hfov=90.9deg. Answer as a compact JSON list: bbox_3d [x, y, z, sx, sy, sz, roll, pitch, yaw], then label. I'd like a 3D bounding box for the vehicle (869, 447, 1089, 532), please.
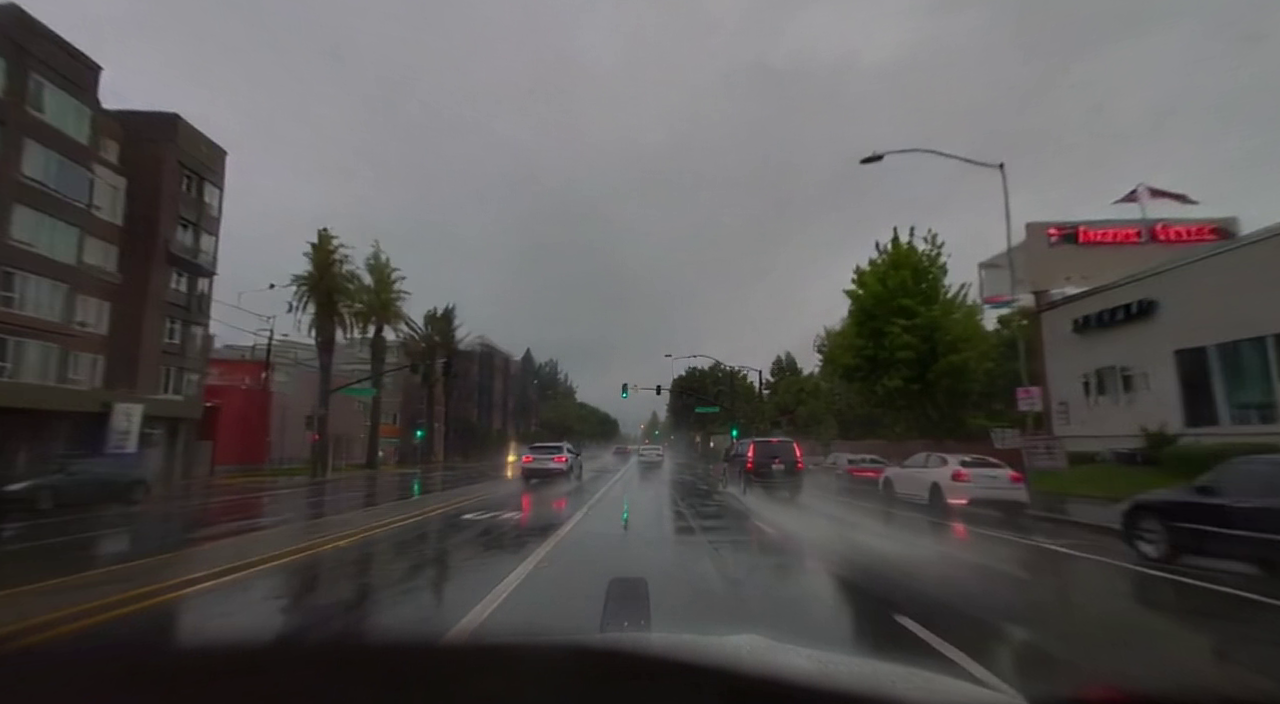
[{"bbox_3d":[6.877,2.803,13.596,1.920,1.473,4.898,0,-9,-2],"label":"vehicle"}]

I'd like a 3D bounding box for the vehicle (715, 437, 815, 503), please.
[{"bbox_3d":[3.355,3.243,17.708,1.987,1.637,3.896,0,-9,0],"label":"vehicle"}]

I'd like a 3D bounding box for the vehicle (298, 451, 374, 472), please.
[{"bbox_3d":[-23.499,8.462,48.834,4.890,1.514,1.908,0,-9,1],"label":"vehicle"}]

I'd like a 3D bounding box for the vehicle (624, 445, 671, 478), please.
[{"bbox_3d":[0.349,5.200,30.264,2.103,1.468,4.094,0,-9,0],"label":"vehicle"}]

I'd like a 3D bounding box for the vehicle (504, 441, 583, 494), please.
[{"bbox_3d":[-2.990,3.684,20.458,1.860,1.510,4.073,0,-9,1],"label":"vehicle"}]

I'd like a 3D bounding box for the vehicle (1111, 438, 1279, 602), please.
[{"bbox_3d":[6.964,1.555,5.779,1.898,1.524,4.439,0,-9,1],"label":"vehicle"}]

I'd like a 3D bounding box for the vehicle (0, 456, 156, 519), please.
[{"bbox_3d":[-16.766,3.811,18.112,1.919,1.469,4.719,-2,-8,1],"label":"vehicle"}]
